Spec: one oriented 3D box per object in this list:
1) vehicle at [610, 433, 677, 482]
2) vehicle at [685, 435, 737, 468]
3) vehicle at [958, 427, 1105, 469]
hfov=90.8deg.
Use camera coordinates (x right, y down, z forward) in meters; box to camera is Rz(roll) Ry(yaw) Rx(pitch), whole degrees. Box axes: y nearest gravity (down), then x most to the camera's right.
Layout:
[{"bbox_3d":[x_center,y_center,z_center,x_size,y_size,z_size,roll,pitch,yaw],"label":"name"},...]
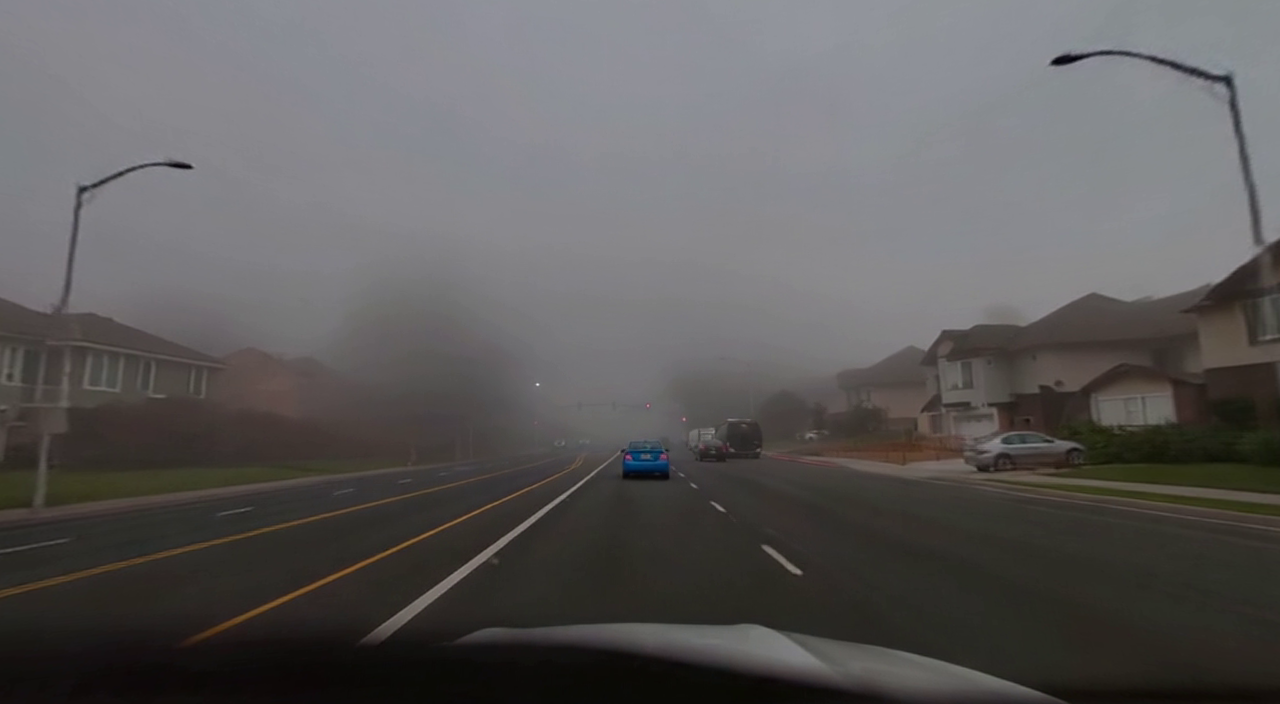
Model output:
[{"bbox_3d":[0.087,3.601,21.693,2.093,1.497,4.010,0,-9,-1],"label":"vehicle"},{"bbox_3d":[3.547,5.115,32.565,2.161,1.519,4.568,0,-9,0],"label":"vehicle"},{"bbox_3d":[15.213,3.744,24.705,4.456,1.520,1.911,0,-9,-2],"label":"vehicle"}]
